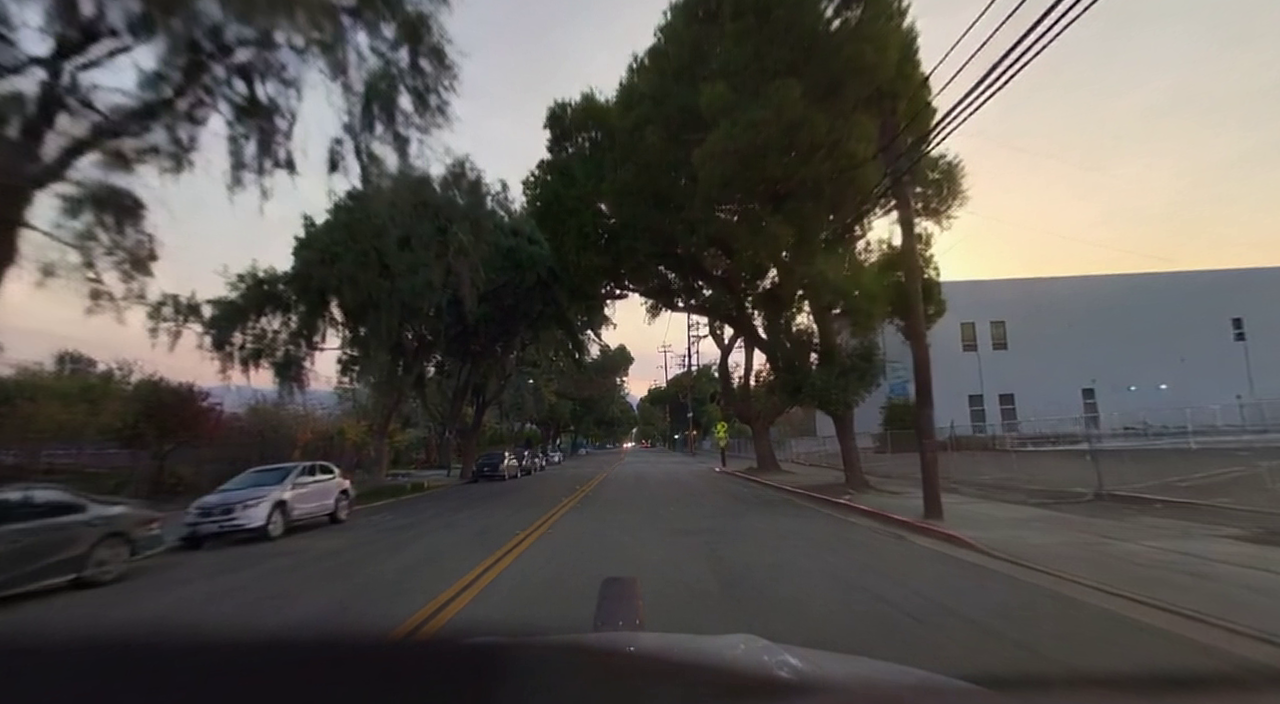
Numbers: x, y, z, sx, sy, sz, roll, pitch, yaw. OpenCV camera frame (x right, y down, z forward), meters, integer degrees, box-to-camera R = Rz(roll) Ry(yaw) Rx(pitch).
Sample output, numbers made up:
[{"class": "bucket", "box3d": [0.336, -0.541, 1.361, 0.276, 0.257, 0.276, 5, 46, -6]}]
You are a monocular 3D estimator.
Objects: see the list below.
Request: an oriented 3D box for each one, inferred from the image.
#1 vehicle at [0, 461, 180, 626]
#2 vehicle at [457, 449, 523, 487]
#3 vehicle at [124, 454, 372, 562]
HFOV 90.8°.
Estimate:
[{"class": "vehicle", "box3d": [-6.669, 1.821, 5.703, 1.815, 1.402, 4.559, -4, -8, -3]}, {"class": "vehicle", "box3d": [-6.706, 5.189, 28.640, 1.887, 1.460, 4.444, -4, -8, 0]}, {"class": "vehicle", "box3d": [-6.629, 2.621, 11.405, 1.815, 1.384, 4.357, -3, -8, -1]}]
